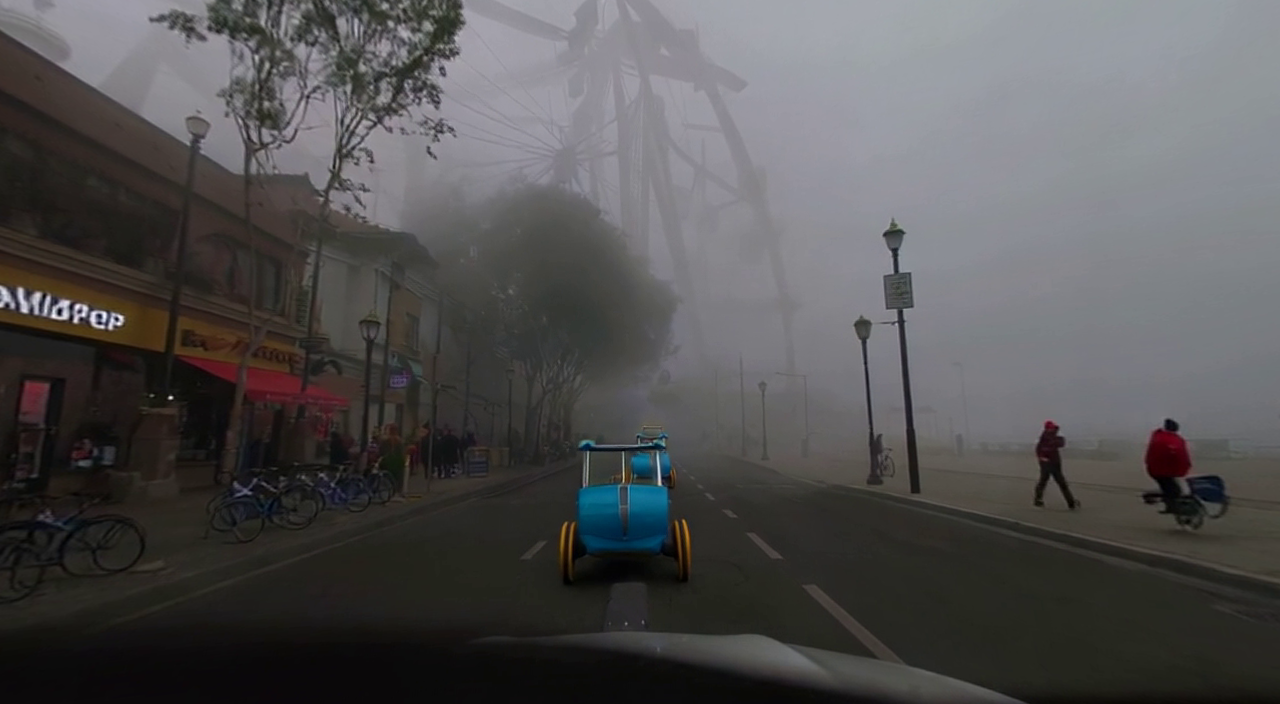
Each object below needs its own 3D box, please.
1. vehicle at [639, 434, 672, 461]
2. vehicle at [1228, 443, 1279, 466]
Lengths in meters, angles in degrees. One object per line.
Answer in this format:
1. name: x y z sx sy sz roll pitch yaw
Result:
1. vehicle: 1.115 6.736 44.246 2.221 1.773 4.228 -1 -9 2
2. vehicle: 41.783 6.722 41.359 4.120 1.445 1.893 -2 -9 10
